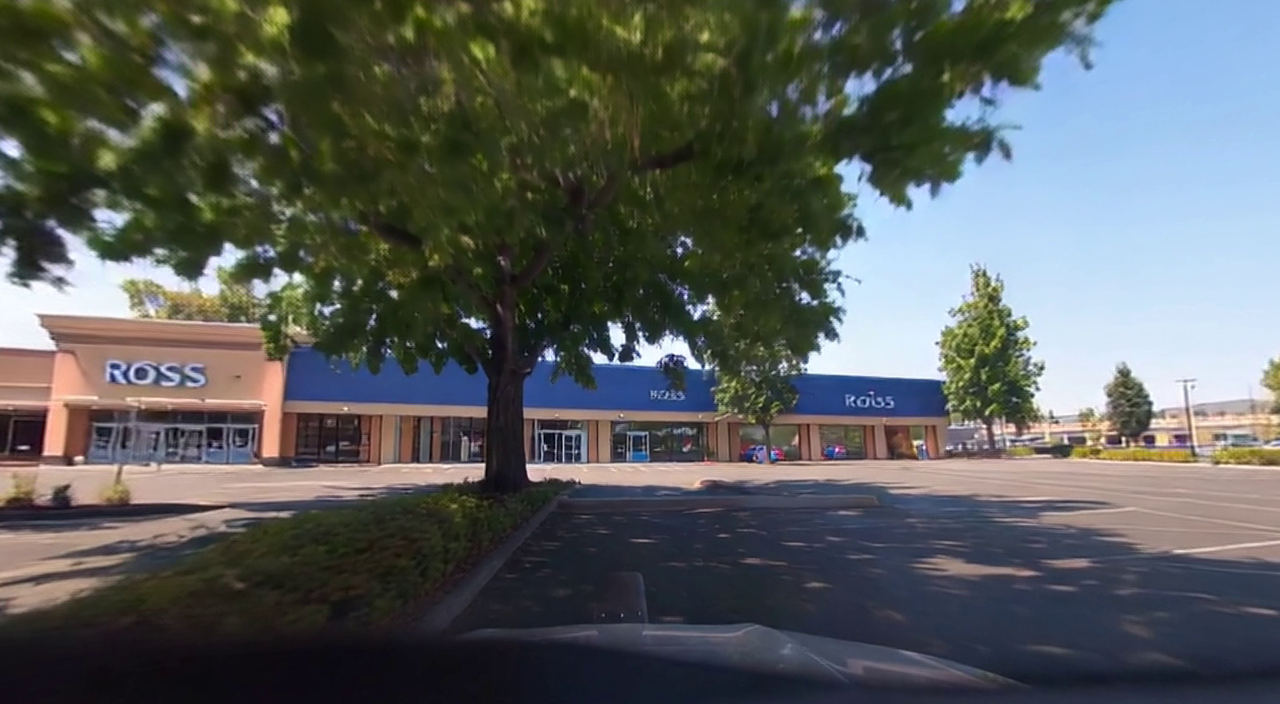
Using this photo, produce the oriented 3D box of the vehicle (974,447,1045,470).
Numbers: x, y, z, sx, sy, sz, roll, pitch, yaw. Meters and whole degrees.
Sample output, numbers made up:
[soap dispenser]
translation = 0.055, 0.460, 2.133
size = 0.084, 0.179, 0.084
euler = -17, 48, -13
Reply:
[vehicle]
translation = 26.550, 7.639, 45.603
size = 1.845, 1.463, 4.399
euler = 1, -8, -12
